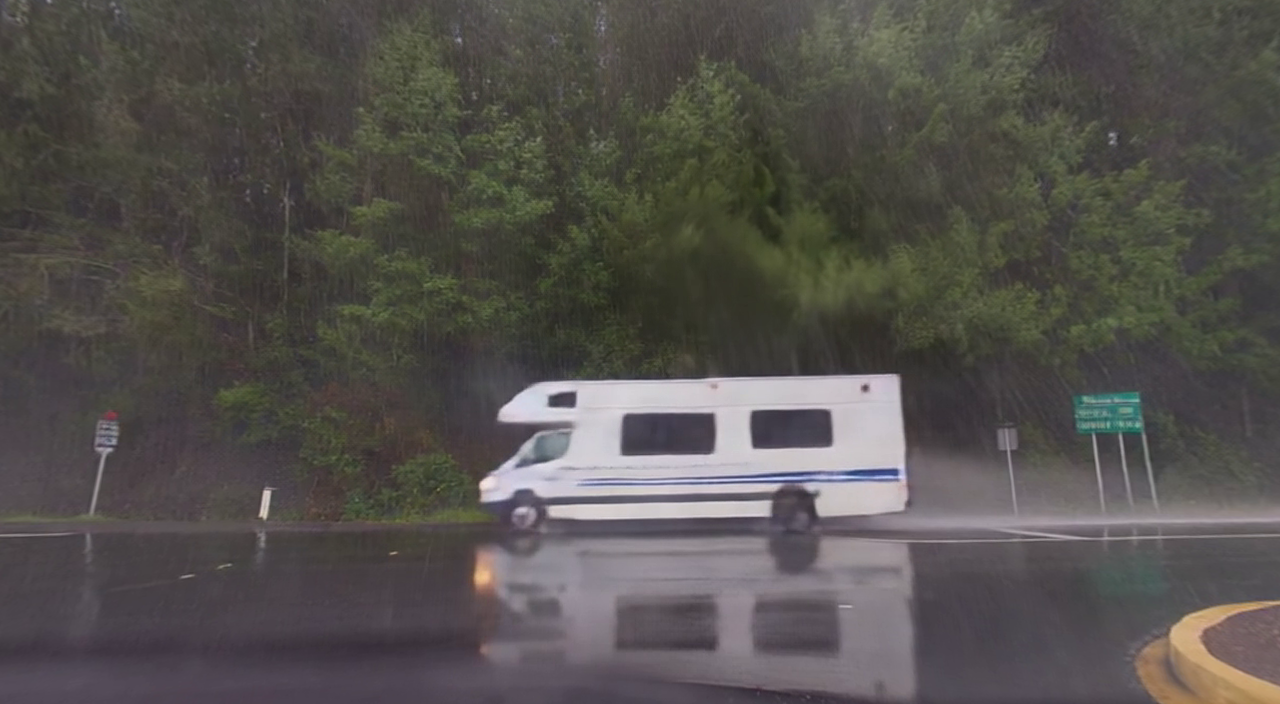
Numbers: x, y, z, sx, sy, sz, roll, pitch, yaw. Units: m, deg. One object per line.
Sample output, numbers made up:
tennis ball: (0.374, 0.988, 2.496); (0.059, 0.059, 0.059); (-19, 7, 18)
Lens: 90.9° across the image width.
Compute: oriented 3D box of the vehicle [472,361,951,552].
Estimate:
vehicle: (1.217, 1.983, 12.246); (8.152, 3.185, 2.776); (0, -9, -3)
